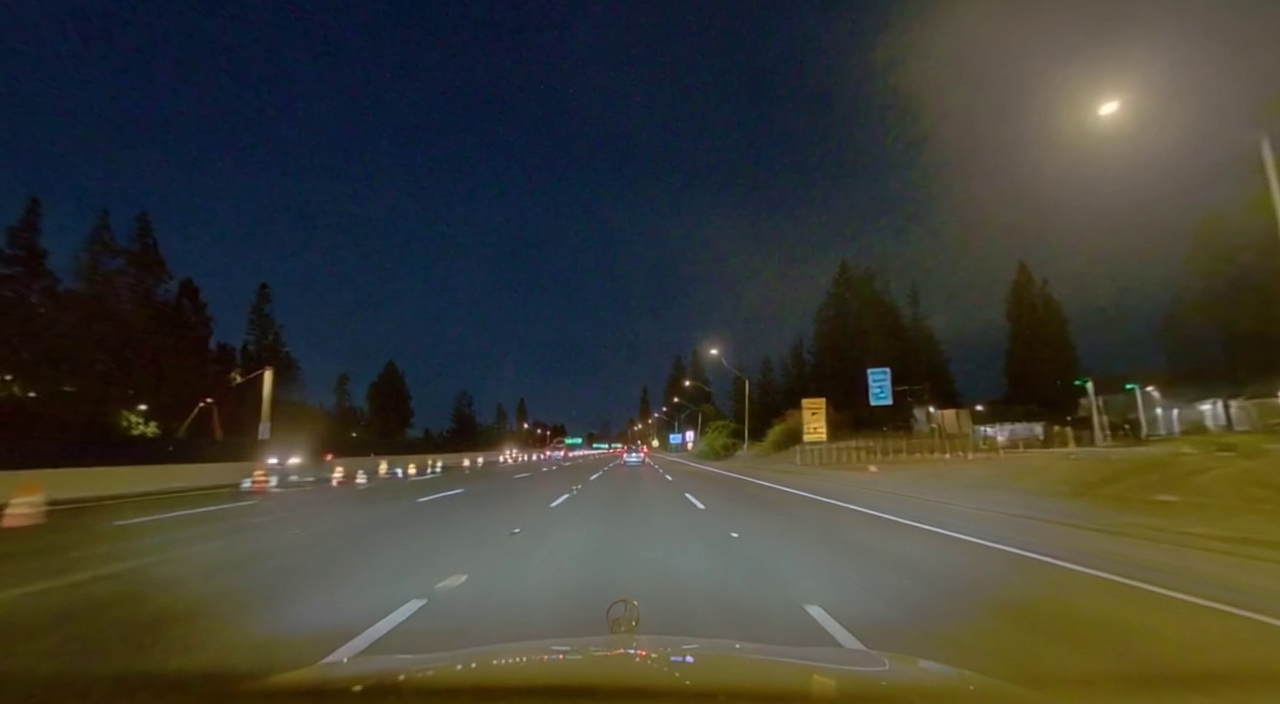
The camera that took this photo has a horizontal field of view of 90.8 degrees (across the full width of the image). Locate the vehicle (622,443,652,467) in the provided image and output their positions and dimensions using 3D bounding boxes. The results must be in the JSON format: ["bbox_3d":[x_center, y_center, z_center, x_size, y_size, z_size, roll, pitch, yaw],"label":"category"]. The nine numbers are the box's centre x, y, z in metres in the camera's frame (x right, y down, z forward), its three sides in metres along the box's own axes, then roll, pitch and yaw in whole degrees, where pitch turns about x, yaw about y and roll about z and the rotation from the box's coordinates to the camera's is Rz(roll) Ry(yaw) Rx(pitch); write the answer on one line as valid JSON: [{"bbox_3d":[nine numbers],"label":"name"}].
[{"bbox_3d":[-0.249,7.544,46.402,2.109,1.638,3.856,0,-9,0],"label":"vehicle"}]

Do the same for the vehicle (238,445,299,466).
[{"bbox_3d":[-27.422,7.650,46.812,1.763,1.483,4.398,0,-9,0],"label":"vehicle"}]
